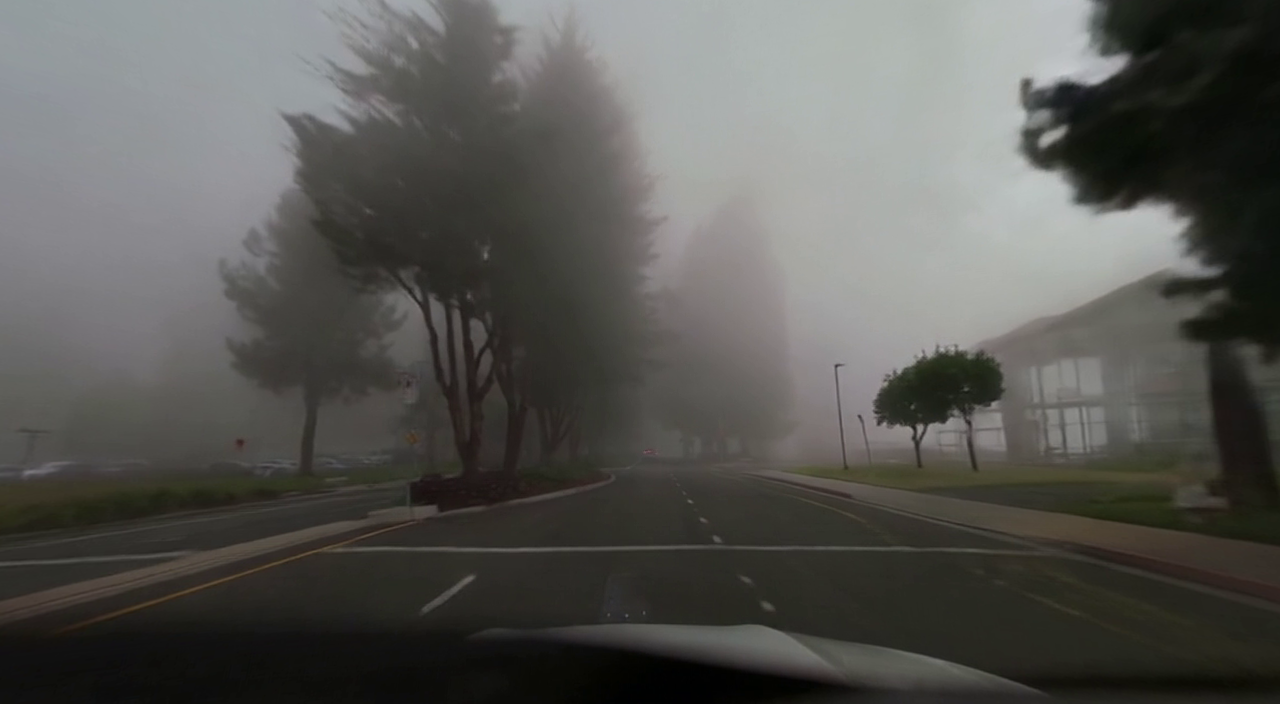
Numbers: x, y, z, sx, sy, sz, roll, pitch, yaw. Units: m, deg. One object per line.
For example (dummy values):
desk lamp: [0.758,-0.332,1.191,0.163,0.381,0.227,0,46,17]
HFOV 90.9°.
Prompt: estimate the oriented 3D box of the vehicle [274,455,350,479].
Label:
vehicle: [-22.680,7.950,43.691,4.140,1.556,1.995,-1,-9,3]

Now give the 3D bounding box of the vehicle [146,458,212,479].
vehicle: [-35.916,9.053,49.229,1.788,1.470,4.439,0,-9,-1]

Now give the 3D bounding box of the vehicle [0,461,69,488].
vehicle: [-49.537,9.678,49.950,2.176,1.931,6.752,-1,-9,1]
